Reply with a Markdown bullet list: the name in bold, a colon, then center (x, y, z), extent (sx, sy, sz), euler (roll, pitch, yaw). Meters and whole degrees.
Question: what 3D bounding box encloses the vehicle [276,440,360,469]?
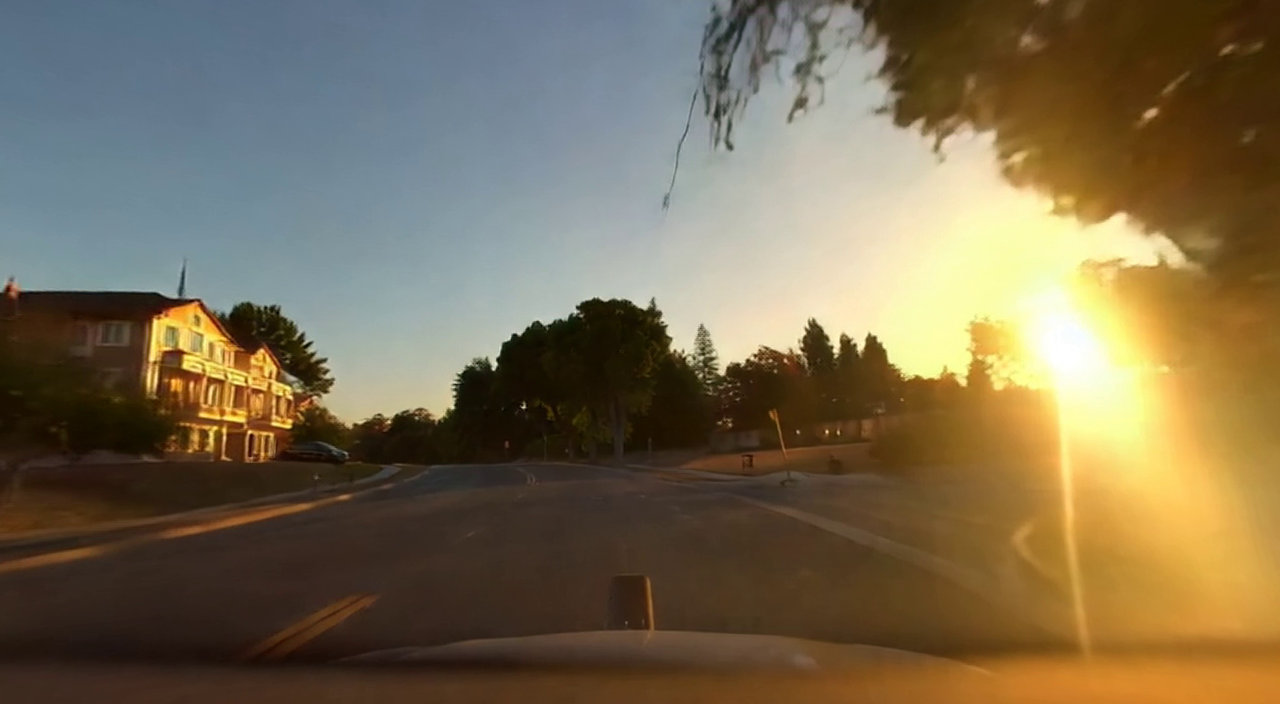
- **vehicle**: center (-21.644, 6.891, 42.407), extent (4.562, 1.857, 2.129), euler (-2, -9, 11)
